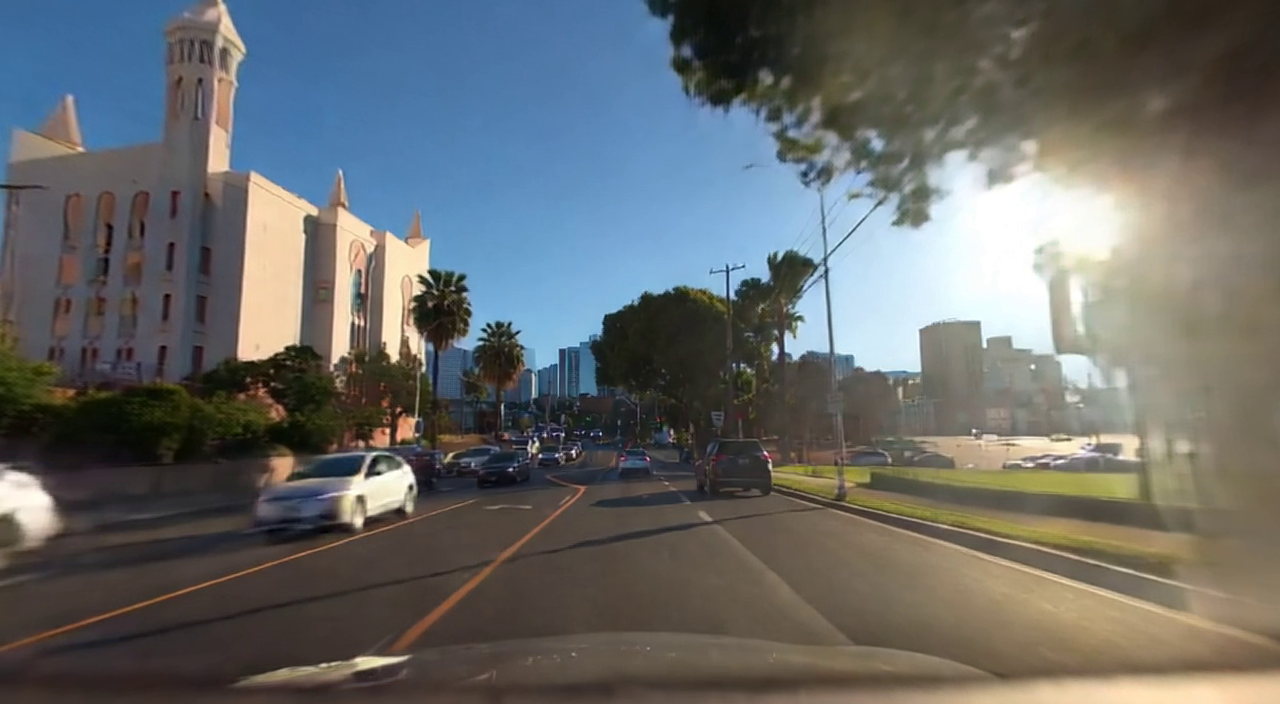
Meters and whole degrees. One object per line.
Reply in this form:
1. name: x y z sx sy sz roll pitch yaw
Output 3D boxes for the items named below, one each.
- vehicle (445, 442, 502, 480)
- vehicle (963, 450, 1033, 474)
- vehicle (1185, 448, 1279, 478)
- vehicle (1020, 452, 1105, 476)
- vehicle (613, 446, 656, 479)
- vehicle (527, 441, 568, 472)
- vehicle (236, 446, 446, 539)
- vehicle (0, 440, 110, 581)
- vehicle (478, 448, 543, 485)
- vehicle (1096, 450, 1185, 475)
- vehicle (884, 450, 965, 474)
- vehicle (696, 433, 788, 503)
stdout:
1. vehicle: -9.143 5.988 34.969 2.037 1.939 3.958 -1 -8 0
2. vehicle: 25.332 7.812 44.815 3.611 1.590 2.171 0 -9 -1
3. vehicle: 43.010 7.908 45.220 5.613 2.019 2.704 0 -8 -6
4. vehicle: 29.881 7.946 44.814 4.463 1.600 2.122 -1 -8 0
5. vehicle: -0.305 5.954 34.406 2.196 1.655 3.939 -1 -8 0
6. vehicle: -6.169 7.008 42.591 2.106 1.890 4.783 0 -8 -1
7. vehicle: -5.859 2.764 13.203 2.135 1.542 4.575 -1 -8 0
8. vehicle: -9.104 1.959 7.583 1.933 1.763 4.023 -1 -8 0
9. vehicle: -5.935 5.279 29.528 2.074 1.541 4.395 -1 -8 0
10. vehicle: 35.686 7.872 45.108 4.642 1.646 2.017 0 -9 -1
11. vehicle: 20.237 7.808 45.039 4.673 1.592 2.193 -1 -8 1
12. vehicle: 2.957 3.462 19.326 1.995 1.858 4.333 0 -8 -1
